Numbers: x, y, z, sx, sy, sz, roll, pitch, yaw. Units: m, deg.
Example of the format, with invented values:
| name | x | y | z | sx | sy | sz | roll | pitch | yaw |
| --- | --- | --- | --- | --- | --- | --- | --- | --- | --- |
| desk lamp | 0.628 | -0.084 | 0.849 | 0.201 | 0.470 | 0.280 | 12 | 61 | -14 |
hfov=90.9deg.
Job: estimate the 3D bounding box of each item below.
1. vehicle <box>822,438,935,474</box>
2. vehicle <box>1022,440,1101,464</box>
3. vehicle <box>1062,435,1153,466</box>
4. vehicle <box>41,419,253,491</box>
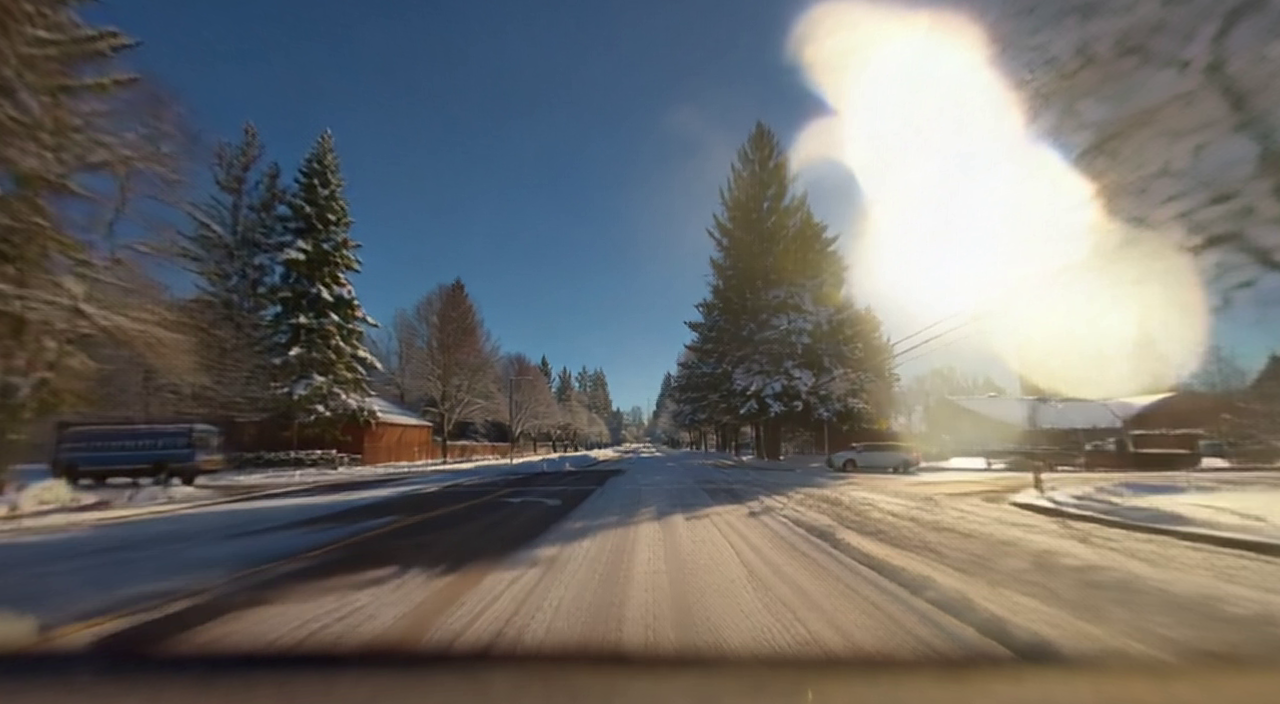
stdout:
| name | x | y | z | sx | sy | sz | roll | pitch | yaw |
| --- | --- | --- | --- | --- | --- | --- | --- | --- | --- |
| vehicle | 11.350 | 4.975 | 30.239 | 4.565 | 1.600 | 2.023 | 1 | -9 | -5 |
| vehicle | 27.304 | 6.471 | 41.004 | 1.787 | 1.465 | 4.681 | 0 | -8 | -2 |
| vehicle | 29.881 | 6.296 | 40.495 | 2.034 | 1.878 | 4.781 | 0 | -8 | -2 |
| vehicle | -20.556 | 4.315 | 26.562 | 6.794 | 2.863 | 2.387 | 0 | -8 | 1 |
